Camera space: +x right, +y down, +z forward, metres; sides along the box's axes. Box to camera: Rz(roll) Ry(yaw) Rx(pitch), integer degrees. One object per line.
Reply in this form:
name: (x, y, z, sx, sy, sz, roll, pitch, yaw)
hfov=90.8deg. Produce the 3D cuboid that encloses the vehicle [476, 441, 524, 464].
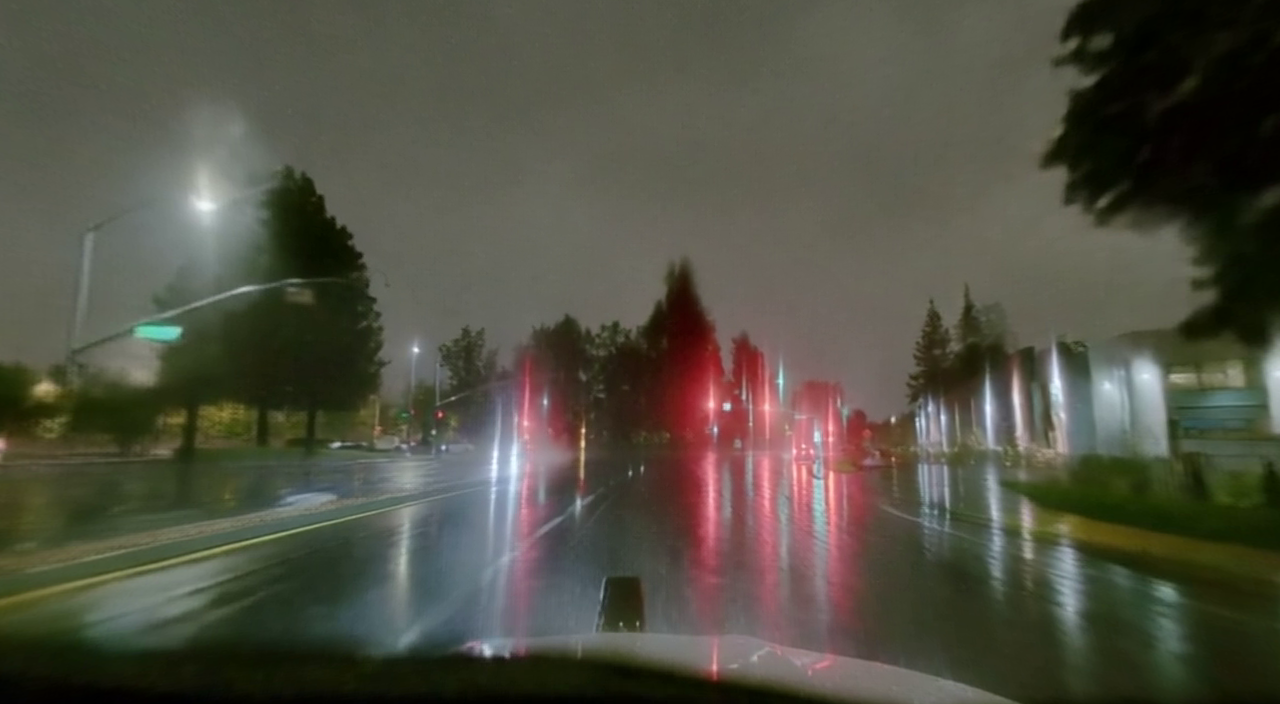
vehicle: (-10.924, 7.881, 49.508, 2.080, 1.695, 4.454, -1, -9, 10)
